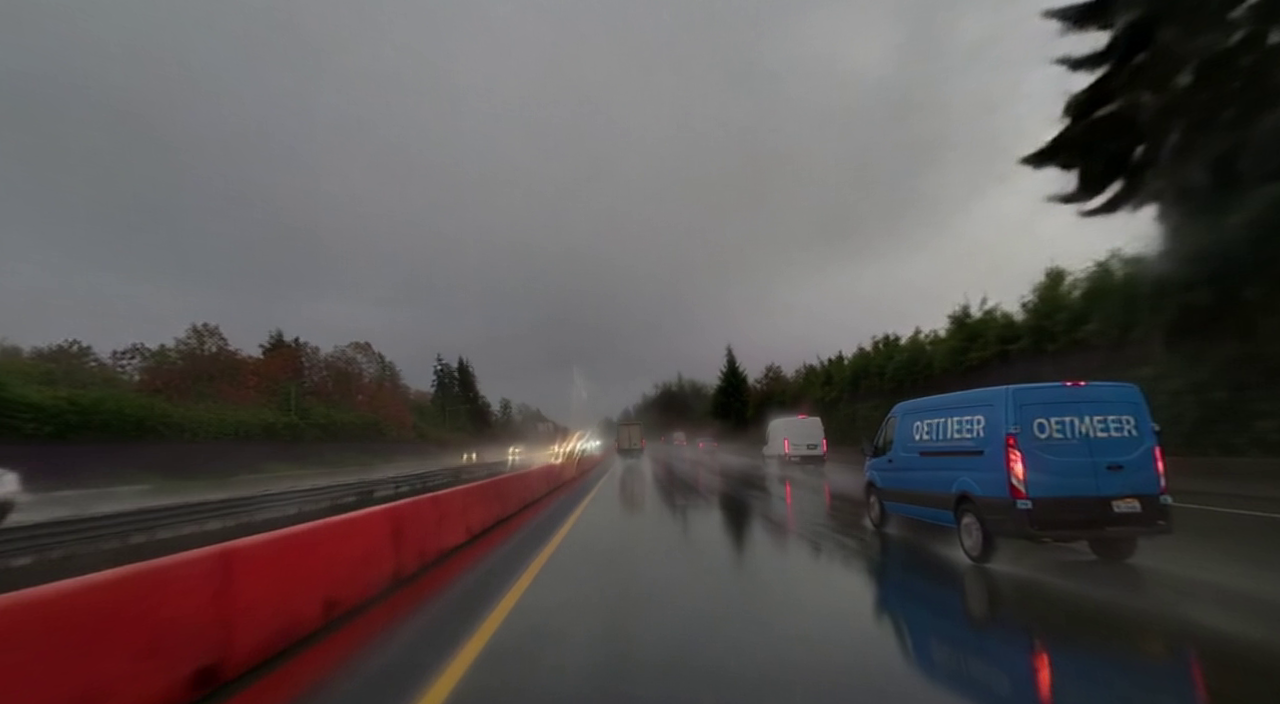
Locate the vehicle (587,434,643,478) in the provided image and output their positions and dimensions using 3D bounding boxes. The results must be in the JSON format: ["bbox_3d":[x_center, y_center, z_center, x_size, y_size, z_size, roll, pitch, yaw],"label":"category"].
[{"bbox_3d":[-0.983,4.158,25.465,2.100,1.636,3.620,0,-8,-2],"label":"vehicle"}]

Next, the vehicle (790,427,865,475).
[{"bbox_3d":[8.270,4.380,28.073,2.255,1.960,3.229,0,-8,-1],"label":"vehicle"}]

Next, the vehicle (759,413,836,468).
[{"bbox_3d":[8.112,4.642,33.081,2.385,2.635,5.633,0,-8,-2],"label":"vehicle"}]

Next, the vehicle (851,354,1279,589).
[{"bbox_3d":[4.794,1.376,8.034,2.223,2.008,5.121,0,-8,-2],"label":"vehicle"}]
